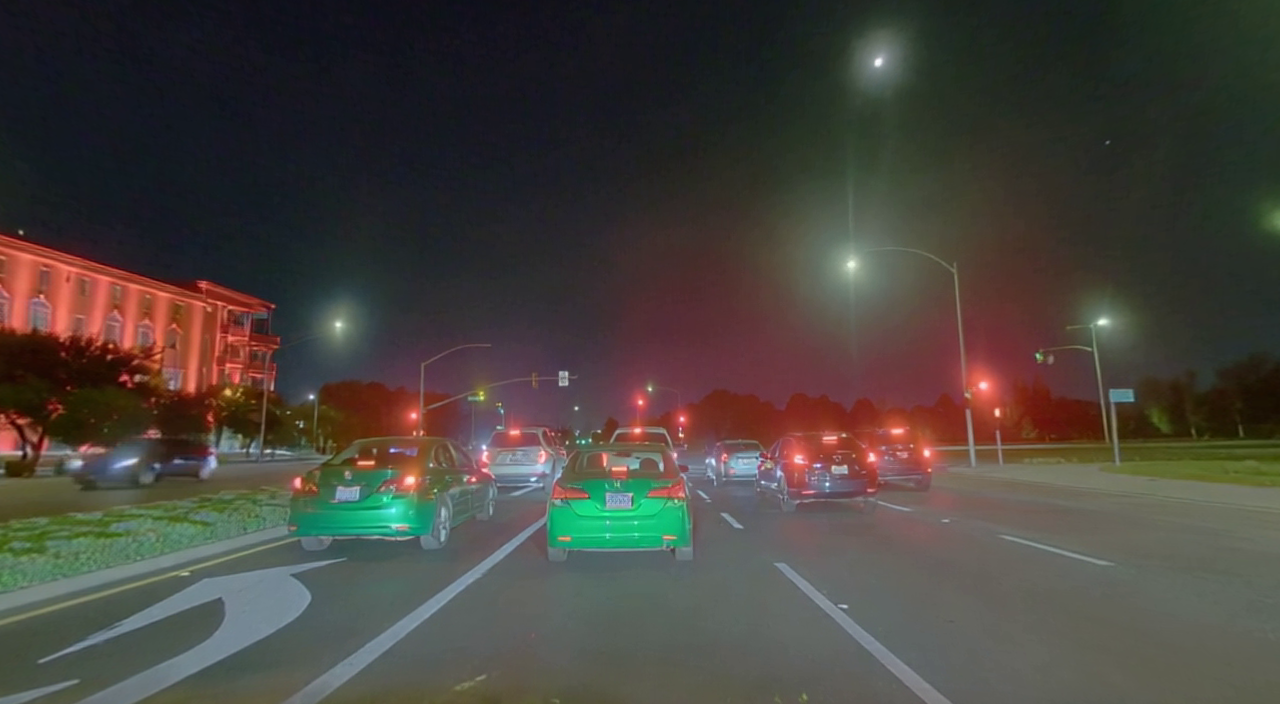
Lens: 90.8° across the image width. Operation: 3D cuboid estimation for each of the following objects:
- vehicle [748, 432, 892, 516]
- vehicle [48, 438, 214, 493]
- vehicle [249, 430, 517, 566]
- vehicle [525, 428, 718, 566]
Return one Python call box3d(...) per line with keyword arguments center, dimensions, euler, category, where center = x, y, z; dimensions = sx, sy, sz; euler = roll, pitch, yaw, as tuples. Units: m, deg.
box3d(center=(3.552, 2.467, 13.279), dimensions=(1.880, 1.476, 3.932), euler=(0, -8, 1), category="vehicle")
box3d(center=(-17.081, 3.797, 21.619), dimensions=(2.094, 1.654, 4.786), euler=(1, -8, -7), category="vehicle")
box3d(center=(-3.195, 1.886, 8.952), dimensions=(1.917, 1.441, 4.128), euler=(-1, -8, 2), category="vehicle")
box3d(center=(-0.207, 1.833, 8.711), dimensions=(2.041, 1.450, 3.847), euler=(0, -8, 0), category="vehicle")
